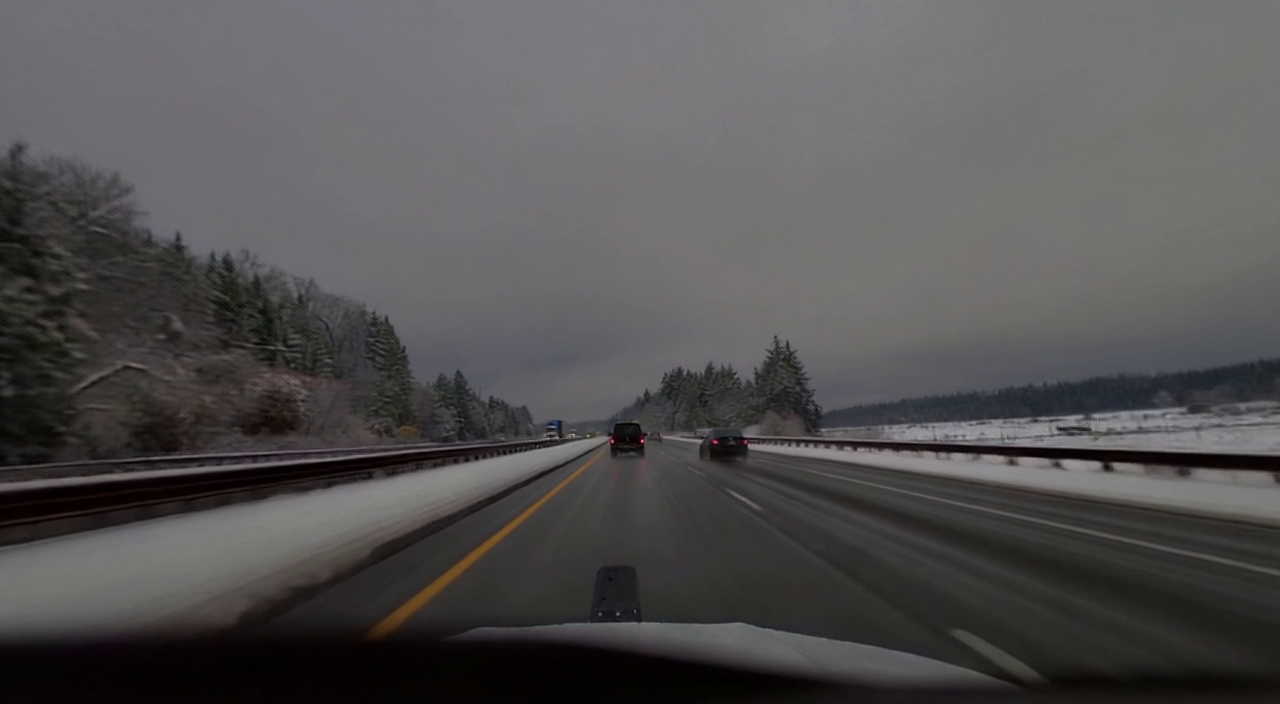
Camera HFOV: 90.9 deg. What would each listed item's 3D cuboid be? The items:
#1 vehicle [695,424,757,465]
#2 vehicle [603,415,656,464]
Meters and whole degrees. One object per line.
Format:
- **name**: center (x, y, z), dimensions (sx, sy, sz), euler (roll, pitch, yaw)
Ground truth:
- **vehicle**: center (3.588, 3.956, 27.147), dimensions (1.981, 1.606, 3.956), euler (1, -8, -2)
- **vehicle**: center (-0.499, 4.027, 29.067), dimensions (2.270, 2.044, 4.633), euler (0, -8, -1)
